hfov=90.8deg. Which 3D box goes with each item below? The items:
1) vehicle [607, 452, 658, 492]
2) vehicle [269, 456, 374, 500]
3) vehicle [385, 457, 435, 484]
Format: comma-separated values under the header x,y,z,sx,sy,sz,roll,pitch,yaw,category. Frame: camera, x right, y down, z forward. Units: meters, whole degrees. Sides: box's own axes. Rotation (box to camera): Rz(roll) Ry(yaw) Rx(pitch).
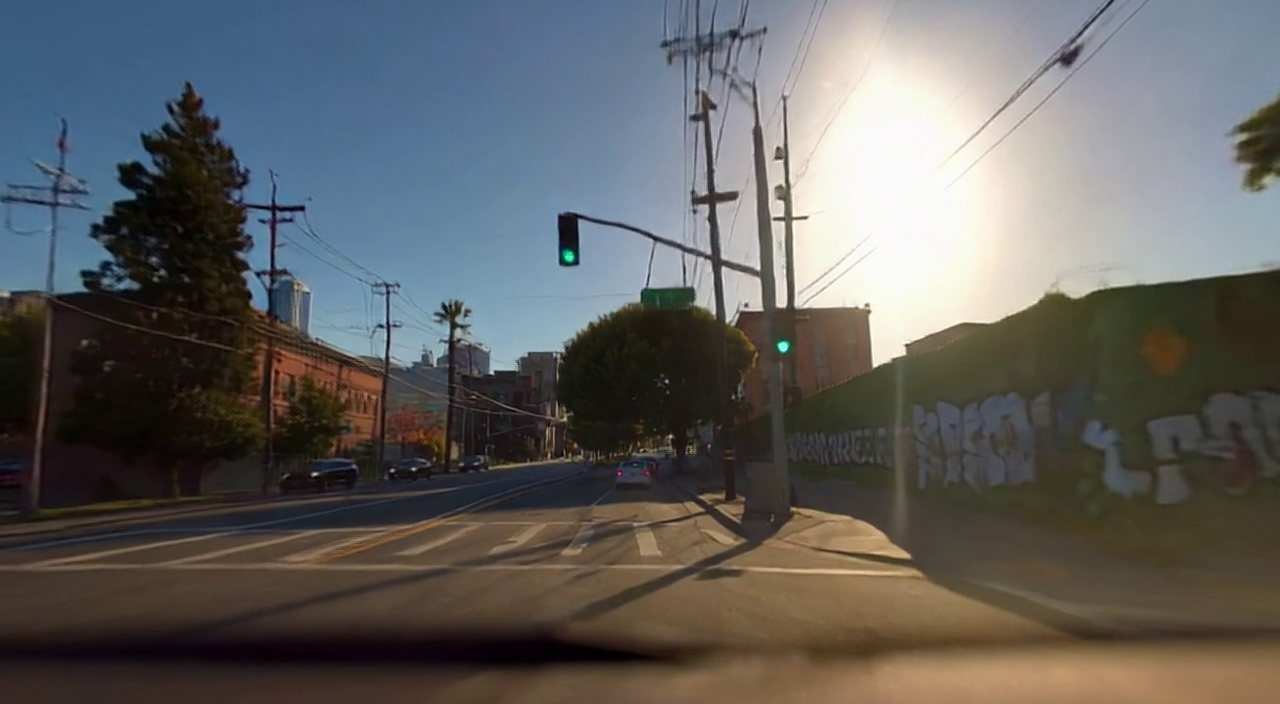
x,y,z,sx,sy,sz,roll,pitch,yaw,category
-0.307,5.299,28.245,2.105,1.611,3.750,1,-9,0,vehicle
-12.969,5.136,26.076,1.992,1.585,4.375,1,-9,1,vehicle
-15.888,8.187,43.857,1.841,1.658,3.953,1,-9,1,vehicle
